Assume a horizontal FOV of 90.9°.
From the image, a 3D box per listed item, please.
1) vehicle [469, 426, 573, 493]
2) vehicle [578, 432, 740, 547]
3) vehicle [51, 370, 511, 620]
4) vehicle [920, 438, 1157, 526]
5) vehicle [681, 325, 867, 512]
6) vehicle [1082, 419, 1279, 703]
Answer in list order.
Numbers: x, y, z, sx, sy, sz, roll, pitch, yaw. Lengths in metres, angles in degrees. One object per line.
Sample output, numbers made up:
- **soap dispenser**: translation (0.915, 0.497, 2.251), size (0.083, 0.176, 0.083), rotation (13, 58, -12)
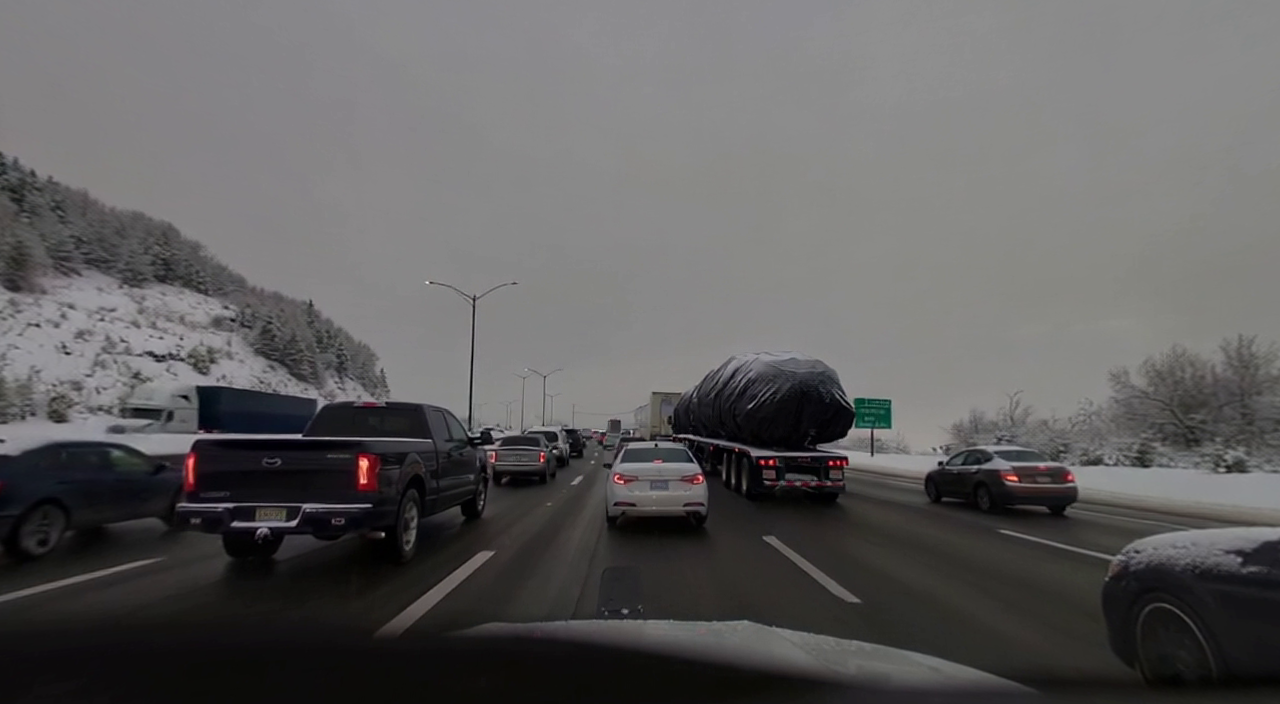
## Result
- **vehicle**: translation (-3.544, 3.326, 19.969), size (2.348, 1.821, 5.061), rotation (0, -8, 0)
- **vehicle**: translation (0.221, 2.082, 10.263), size (2.105, 1.471, 3.978), rotation (0, -8, -1)
- **vehicle**: translation (-3.294, 1.474, 7.576), size (2.318, 1.902, 5.374), rotation (0, -8, 0)
- **vehicle**: translation (7.774, 2.530, 12.948), size (2.092, 1.495, 4.194), rotation (0, -8, 0)
- **vehicle**: translation (3.284, 2.197, 19.339), size (2.759, 4.098, 10.906), rotation (0, -8, -3)
- **vehicle**: translation (3.555, 0.797, 1.107), size (2.169, 1.447, 4.817), rotation (0, -8, 2)
